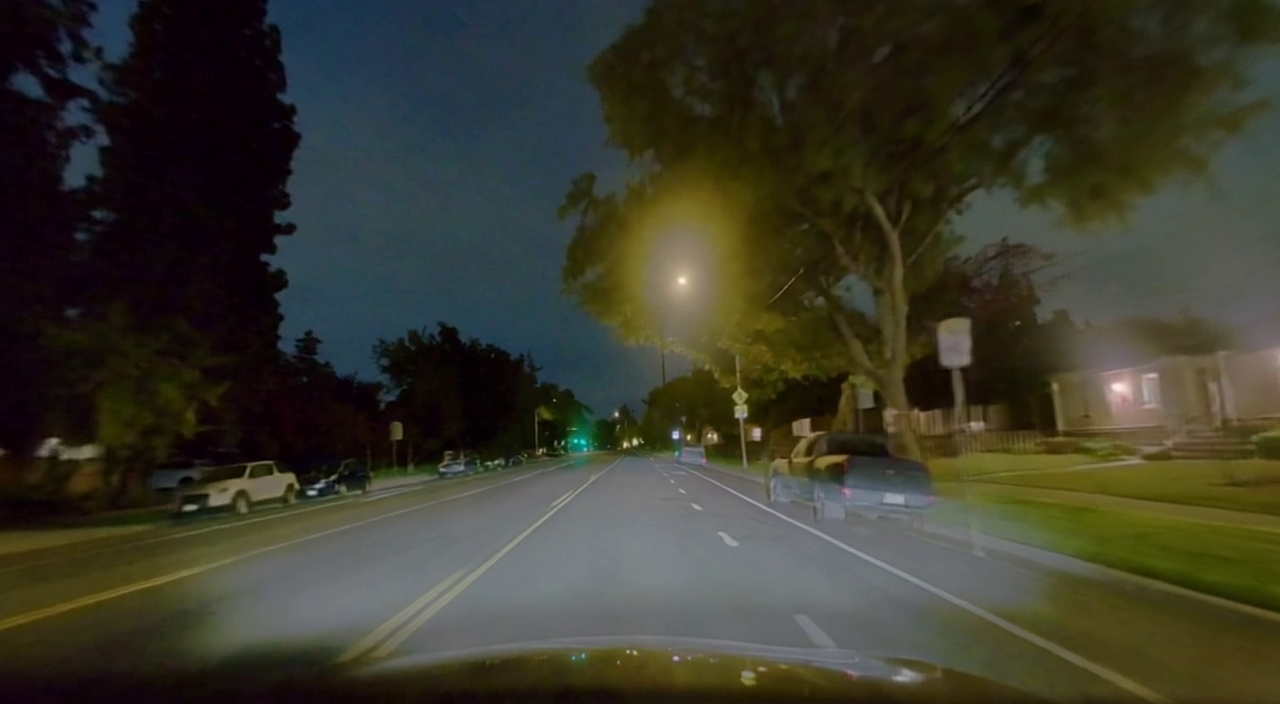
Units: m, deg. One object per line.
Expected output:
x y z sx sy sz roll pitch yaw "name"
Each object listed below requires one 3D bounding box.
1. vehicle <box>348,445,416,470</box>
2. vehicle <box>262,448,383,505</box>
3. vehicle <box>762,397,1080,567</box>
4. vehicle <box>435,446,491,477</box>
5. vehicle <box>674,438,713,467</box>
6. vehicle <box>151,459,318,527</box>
-20.298 8.336 49.843 4.398 1.902 2.043 0 -8 1 "vehicle"
-11.126 4.353 22.607 1.981 1.790 4.682 0 -8 -1 "vehicle"
3.826 1.937 10.319 2.319 1.938 5.961 0 -8 -1 "vehicle"
-11.210 6.933 40.376 2.293 1.836 4.586 0 -8 -1 "vehicle"
3.566 6.832 43.166 2.176 1.793 5.534 0 -8 -1 "vehicle"
-11.094 3.828 17.764 1.815 1.532 4.517 0 -8 -2 "vehicle"
